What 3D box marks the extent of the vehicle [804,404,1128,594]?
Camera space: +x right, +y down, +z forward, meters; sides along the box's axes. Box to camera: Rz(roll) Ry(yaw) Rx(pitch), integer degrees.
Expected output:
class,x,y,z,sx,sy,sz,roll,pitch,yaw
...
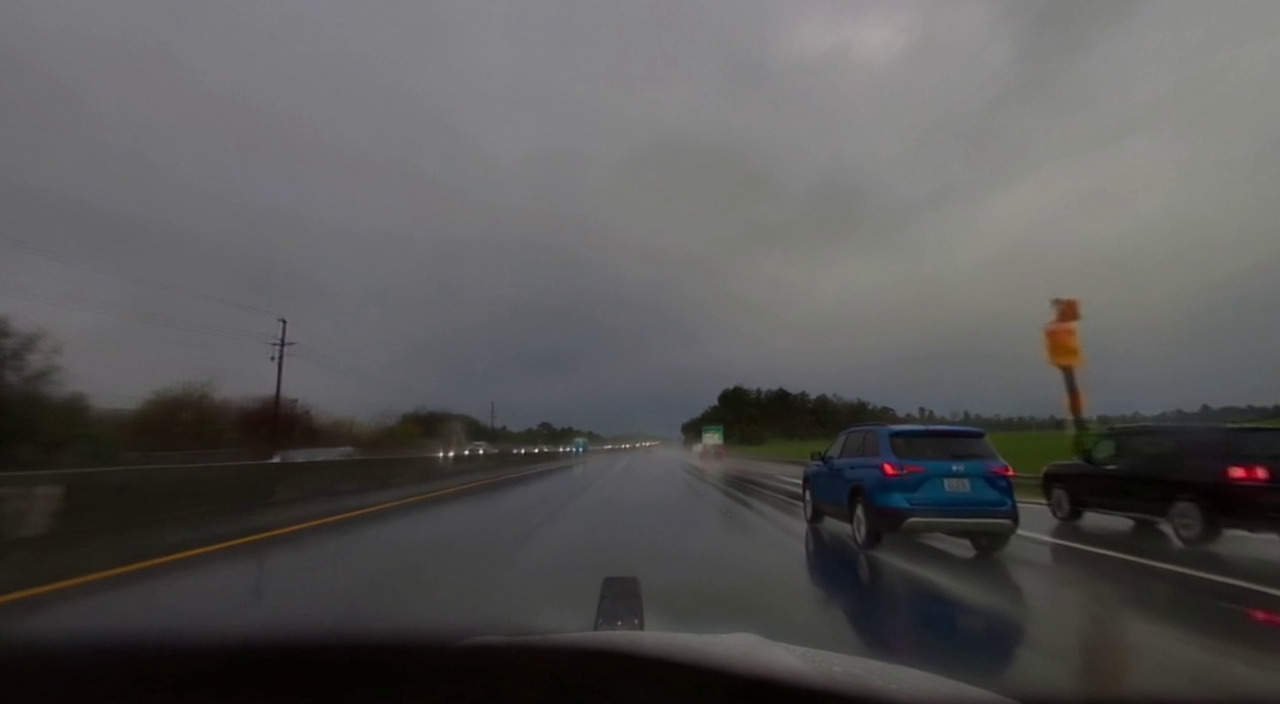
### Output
class,x,y,z,sx,sy,sz,roll,pitch,yaw
vehicle,3.572,1.677,7.934,1.784,1.733,4.141,0,-9,-1

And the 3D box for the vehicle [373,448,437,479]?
class,x,y,z,sx,sy,sz,roll,pitch,yaw
vehicle,-11.040,5.244,29.707,1.608,1.362,3.878,0,-9,-1

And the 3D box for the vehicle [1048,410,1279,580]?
class,x,y,z,sx,sy,sz,roll,pitch,yaw
vehicle,7.756,1.785,8.383,1.898,1.798,3.805,0,-9,-2

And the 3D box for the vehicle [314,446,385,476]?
class,x,y,z,sx,sy,sz,roll,pitch,yaw
vehicle,-14.821,5.574,32.219,1.718,1.435,3.986,0,-9,0

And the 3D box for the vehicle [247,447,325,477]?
class,x,y,z,sx,sy,sz,roll,pitch,yaw
vehicle,-18.476,5.732,32.904,1.856,1.495,3.726,0,-9,0
